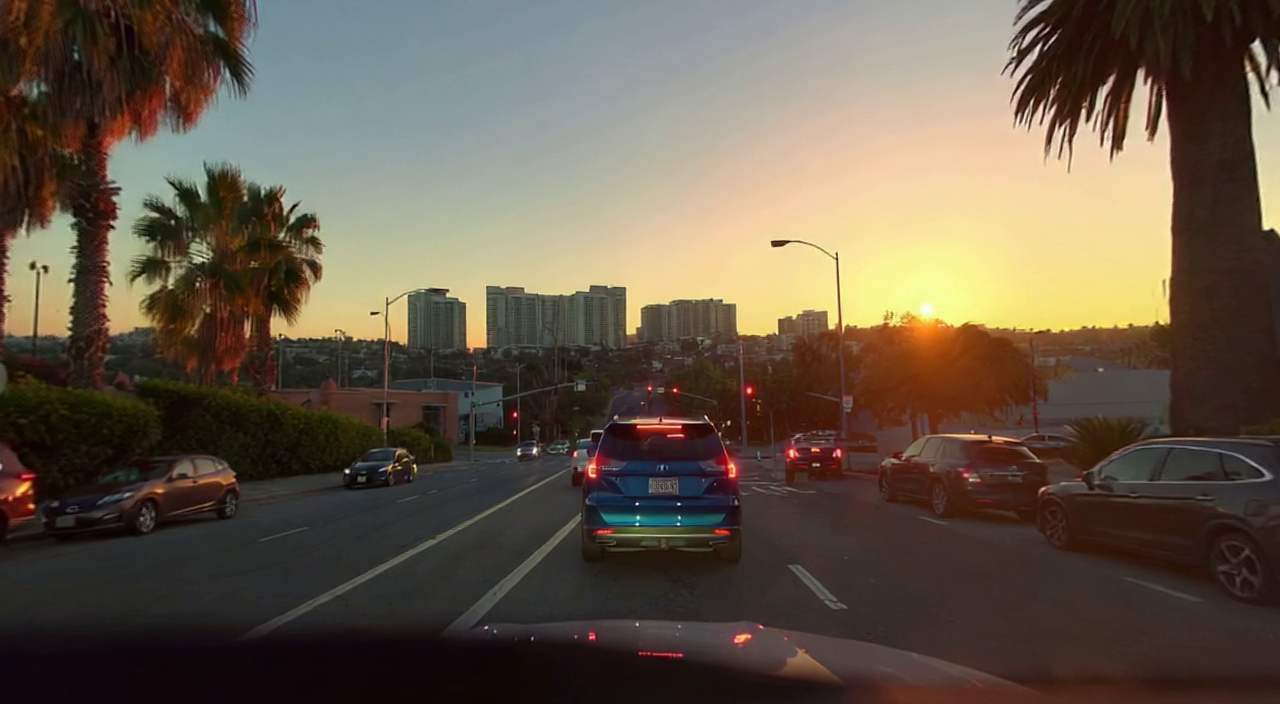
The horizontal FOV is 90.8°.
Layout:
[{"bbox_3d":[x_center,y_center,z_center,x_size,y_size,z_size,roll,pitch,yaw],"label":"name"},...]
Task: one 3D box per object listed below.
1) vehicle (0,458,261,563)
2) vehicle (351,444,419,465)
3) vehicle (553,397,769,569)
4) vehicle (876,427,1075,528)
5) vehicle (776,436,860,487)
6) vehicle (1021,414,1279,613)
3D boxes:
[{"bbox_3d":[-9.582,2.806,11.889,2.054,1.467,4.595,-3,-9,0],"label":"vehicle"},{"bbox_3d":[-18.750,7.574,46.664,1.759,1.457,4.297,-7,-11,37],"label":"vehicle"},{"bbox_3d":[0.261,1.696,8.871,2.264,1.798,4.258,0,-8,1],"label":"vehicle"},{"bbox_3d":[6.668,2.521,13.238,1.930,1.736,4.329,-1,-8,3],"label":"vehicle"},{"bbox_3d":[6.518,4.042,23.606,1.948,1.729,4.023,0,-8,0],"label":"vehicle"},{"bbox_3d":[6.440,1.599,6.920,1.935,1.672,4.139,0,-8,1],"label":"vehicle"}]
